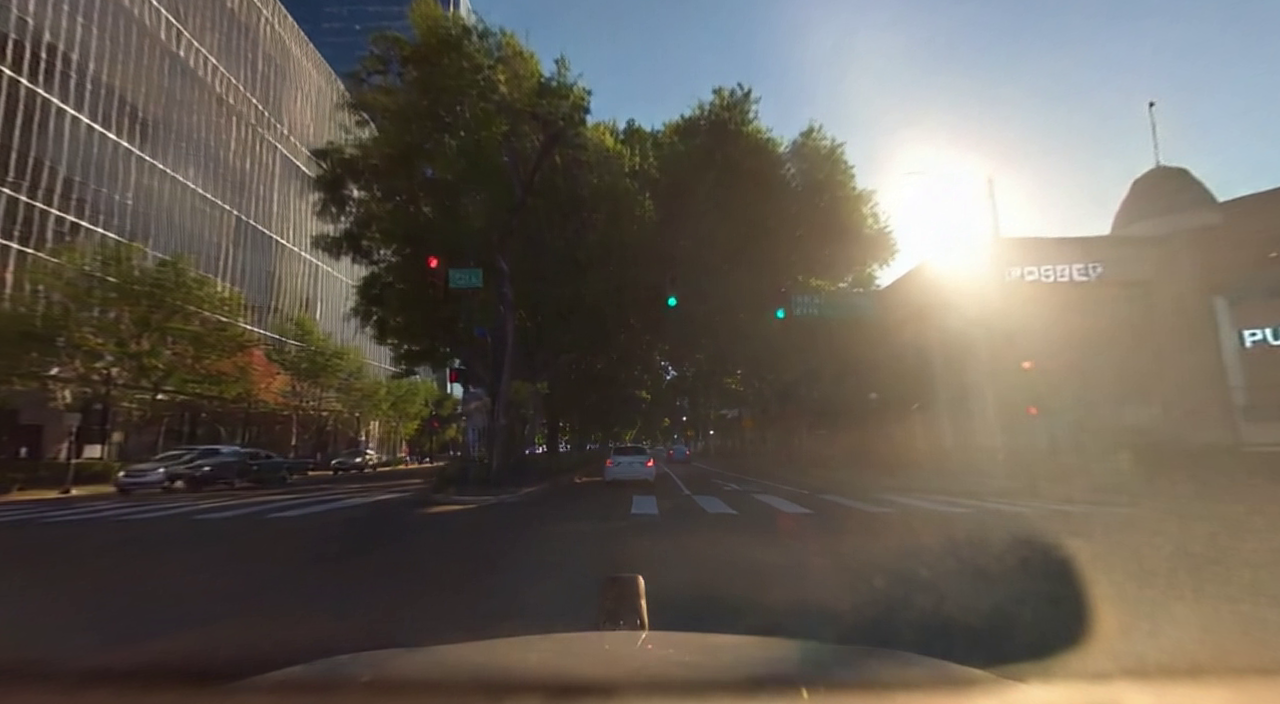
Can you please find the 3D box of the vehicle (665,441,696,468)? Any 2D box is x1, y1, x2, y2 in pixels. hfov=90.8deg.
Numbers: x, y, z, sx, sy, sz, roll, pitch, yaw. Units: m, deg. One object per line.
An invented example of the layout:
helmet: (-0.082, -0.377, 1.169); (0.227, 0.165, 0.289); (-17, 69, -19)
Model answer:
vehicle: (3.059, 7.824, 48.458); (2.078, 1.799, 4.089); (1, -7, 0)

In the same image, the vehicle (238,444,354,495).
vehicle: (-12.395, 4.218, 23.145); (2.000, 1.507, 4.286); (-2, -7, -2)

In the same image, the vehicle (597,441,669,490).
vehicle: (-0.233, 3.714, 21.107); (2.144, 1.398, 3.963); (2, -7, -1)

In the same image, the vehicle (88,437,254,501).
vehicle: (-15.718, 3.872, 21.617); (2.119, 1.815, 4.795); (-3, -7, -1)

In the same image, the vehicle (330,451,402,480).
vehicle: (-16.463, 6.795, 38.289); (2.017, 1.315, 5.374); (-5, -7, -1)
